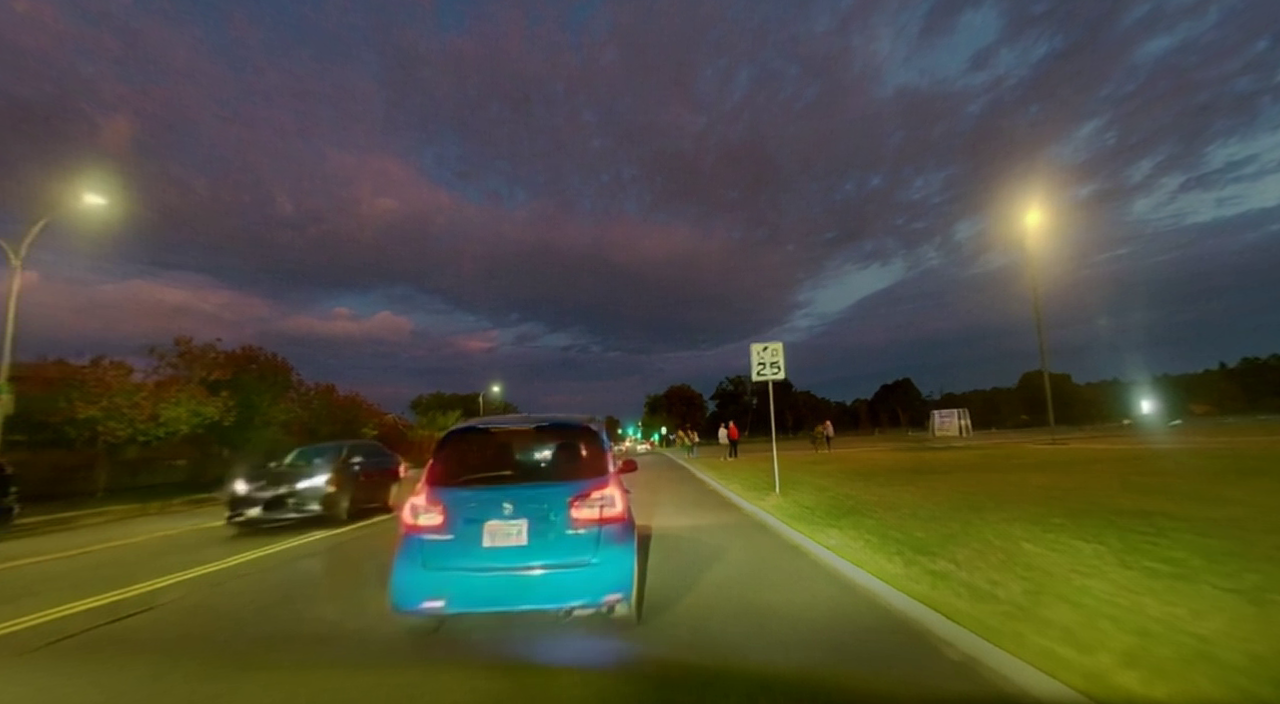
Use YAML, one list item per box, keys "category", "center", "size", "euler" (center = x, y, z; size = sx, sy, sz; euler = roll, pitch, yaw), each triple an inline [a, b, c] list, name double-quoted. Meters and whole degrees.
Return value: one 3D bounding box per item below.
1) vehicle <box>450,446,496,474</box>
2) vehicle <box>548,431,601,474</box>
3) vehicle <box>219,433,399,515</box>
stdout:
- category: "vehicle"
  center: [-11.717, 7.577, 44.311]
  size: [1.904, 1.728, 4.997]
  euler: [2, -8, -1]
- category: "vehicle"
  center: [-2.932, 4.596, 28.862]
  size: [1.908, 1.809, 4.230]
  euler: [0, -8, 1]
- category: "vehicle"
  center: [-8.755, 3.237, 17.355]
  size: [2.060, 1.785, 5.303]
  euler: [-3, -9, 1]
